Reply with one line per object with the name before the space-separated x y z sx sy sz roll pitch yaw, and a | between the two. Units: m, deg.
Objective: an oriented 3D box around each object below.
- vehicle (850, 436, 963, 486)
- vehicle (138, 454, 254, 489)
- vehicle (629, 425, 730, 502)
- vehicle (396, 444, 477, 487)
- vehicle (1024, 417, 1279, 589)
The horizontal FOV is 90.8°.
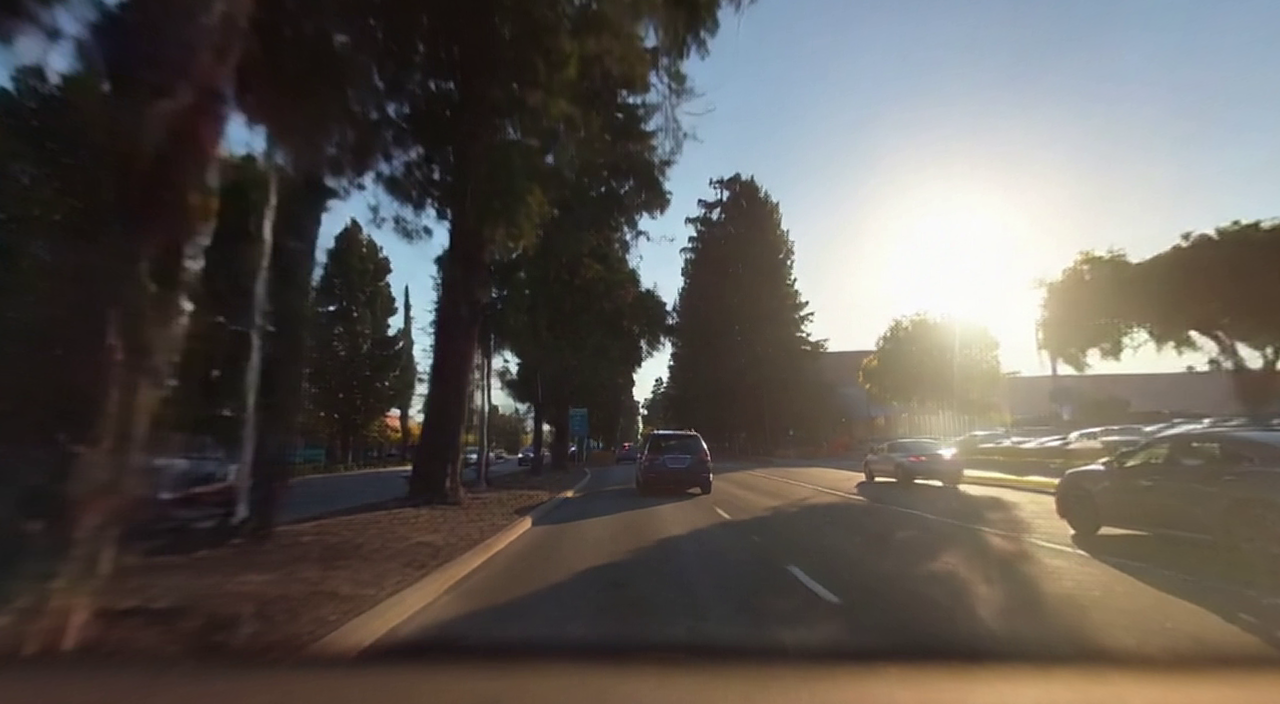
vehicle | 9.074 3.741 22.008 1.894 1.517 4.419 0 -8 -2
vehicle | -26.876 7.180 38.303 5.966 1.957 2.305 -2 -9 14
vehicle | 0.945 3.141 18.283 2.300 1.870 4.936 0 -8 -3
vehicle | -8.944 4.999 28.220 2.196 1.717 4.453 0 -8 -1
vehicle | 6.575 1.514 6.882 1.994 1.488 4.313 0 -8 -1
